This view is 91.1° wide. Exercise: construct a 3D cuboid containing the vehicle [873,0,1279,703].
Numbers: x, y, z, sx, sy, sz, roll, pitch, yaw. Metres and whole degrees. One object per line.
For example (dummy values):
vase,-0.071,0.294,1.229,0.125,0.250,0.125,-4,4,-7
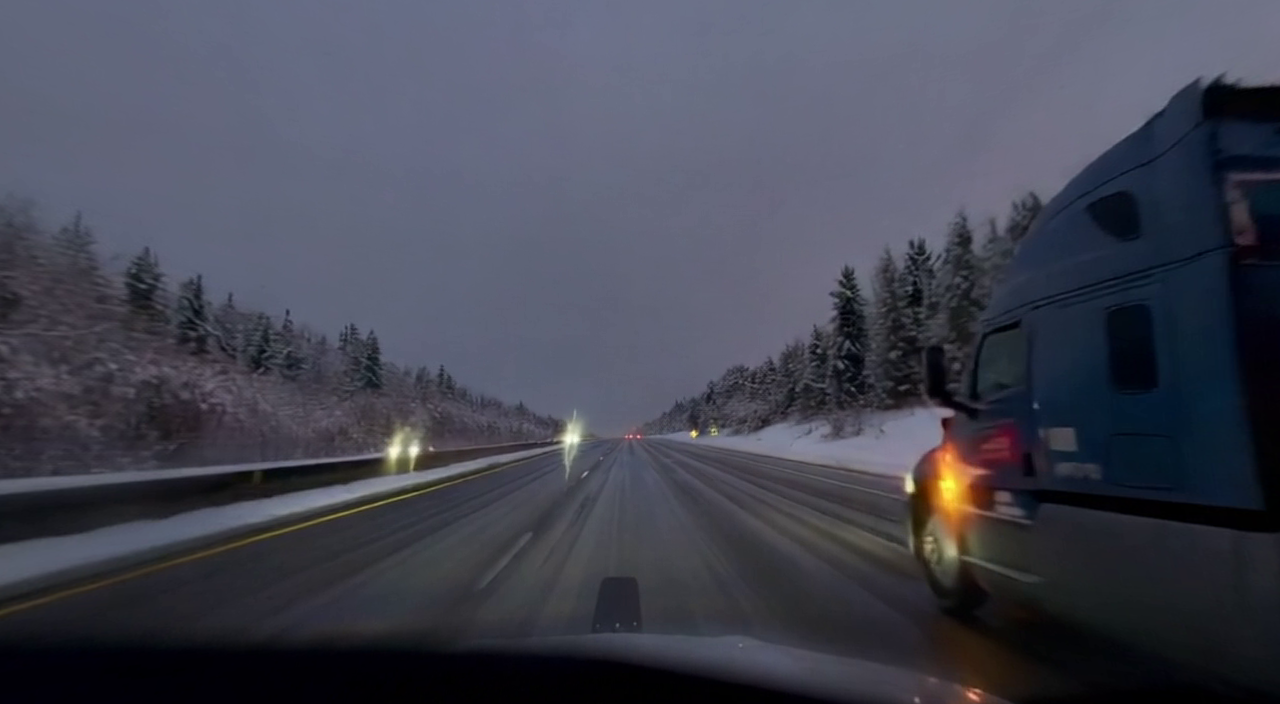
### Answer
vehicle,3.830,-0.083,2.872,2.966,3.986,6.223,0,-8,-1
